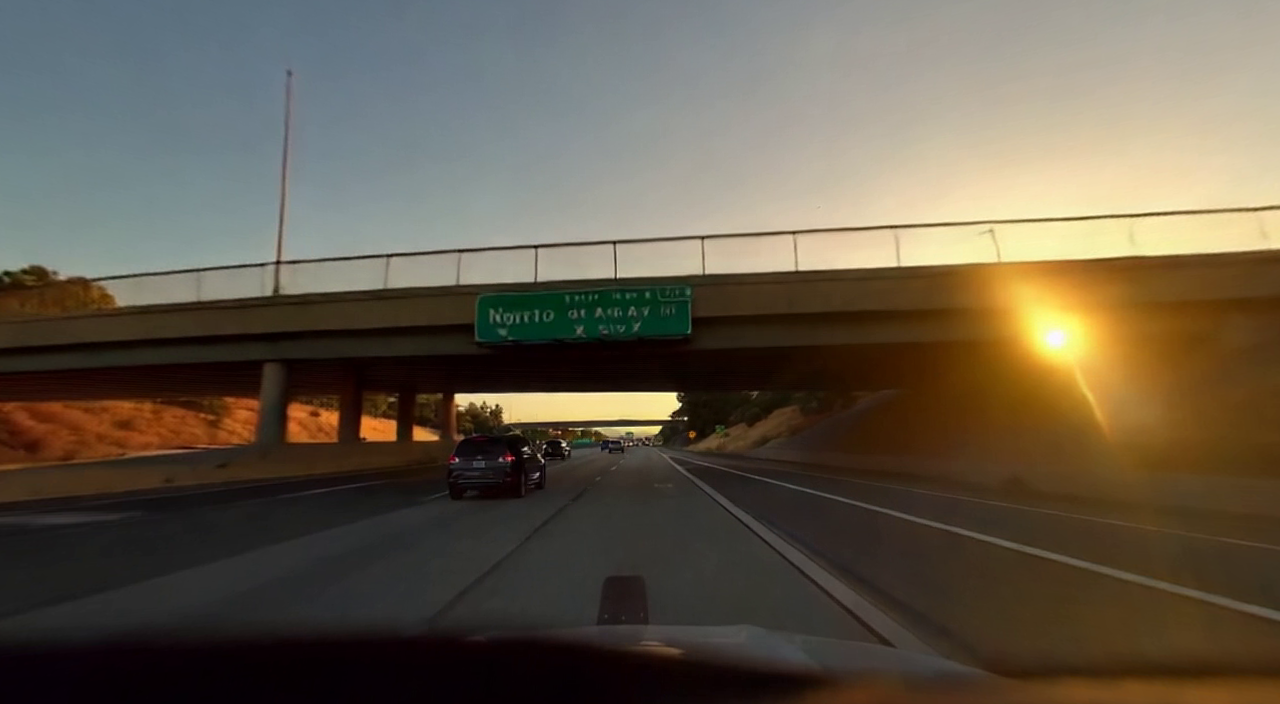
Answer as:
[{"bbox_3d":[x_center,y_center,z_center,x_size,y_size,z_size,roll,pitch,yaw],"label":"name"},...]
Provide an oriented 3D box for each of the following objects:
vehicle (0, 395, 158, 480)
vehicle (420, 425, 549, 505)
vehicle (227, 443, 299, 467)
[{"bbox_3d":[-33.010,4.593,33.492,2.899,4.114,14.251,0,-8,2],"label":"vehicle"},{"bbox_3d":[-3.679,2.774,15.795,2.048,1.705,4.384,0,-8,1],"label":"vehicle"},{"bbox_3d":[-25.598,6.974,42.805,2.010,1.550,4.483,0,-8,1],"label":"vehicle"}]
